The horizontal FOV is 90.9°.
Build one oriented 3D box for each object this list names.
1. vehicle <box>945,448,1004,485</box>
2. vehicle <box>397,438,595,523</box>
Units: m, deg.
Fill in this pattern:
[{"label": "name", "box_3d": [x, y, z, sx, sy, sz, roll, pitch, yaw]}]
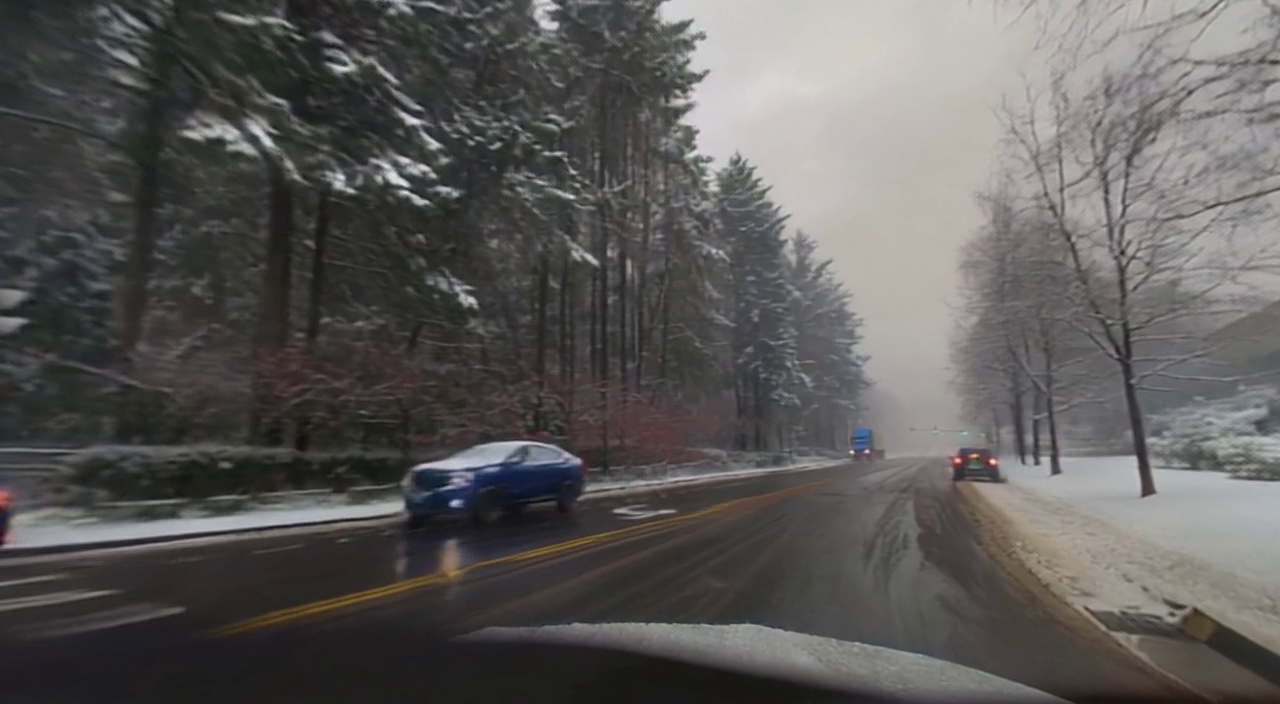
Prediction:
[{"label": "vehicle", "box_3d": [15.198, 5.200, 28.875, 2.098, 1.509, 4.389, -4, -10, 25]}, {"label": "vehicle", "box_3d": [-3.218, 2.997, 15.240, 2.145, 1.687, 4.662, -4, -10, 26]}]
